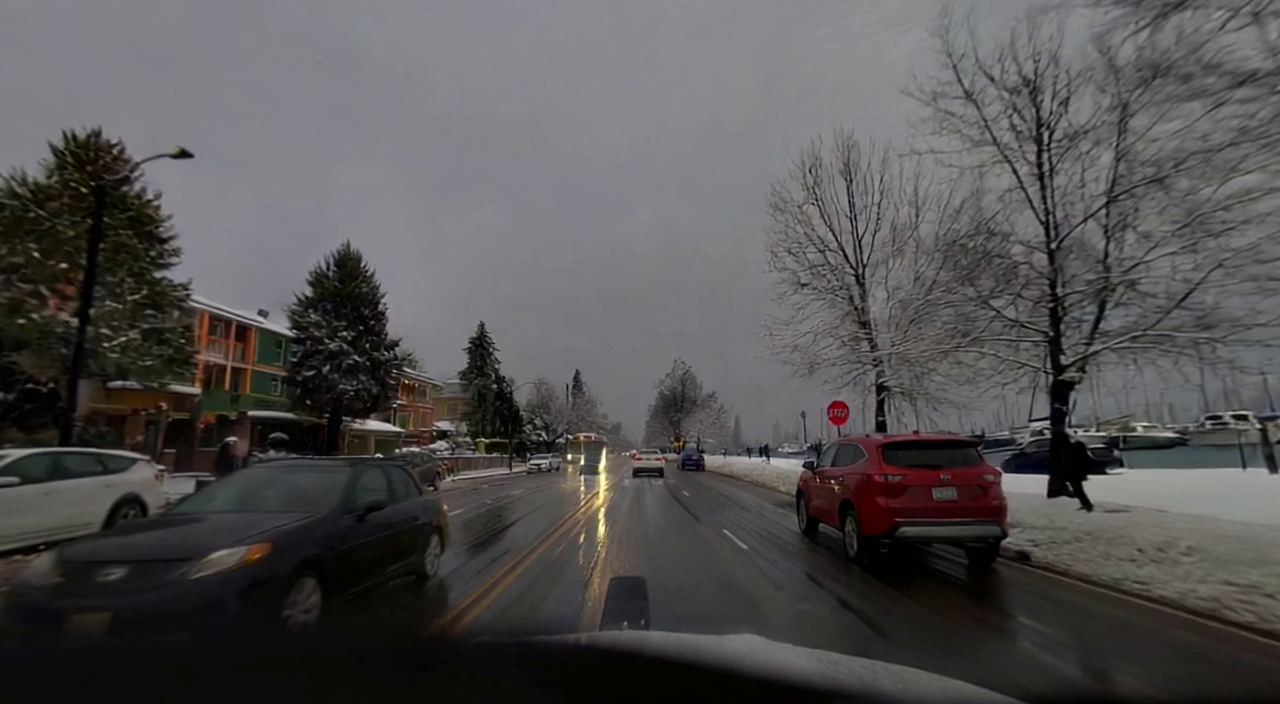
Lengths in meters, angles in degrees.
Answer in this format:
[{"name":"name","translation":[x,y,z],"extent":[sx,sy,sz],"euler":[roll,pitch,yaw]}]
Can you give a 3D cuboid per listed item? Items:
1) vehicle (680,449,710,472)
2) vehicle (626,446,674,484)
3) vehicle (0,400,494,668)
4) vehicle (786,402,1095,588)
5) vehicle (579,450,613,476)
[{"name":"vehicle","translation":[3.989,7.932,46.288],"extent":[1.876,1.626,3.851],"euler":[0,-9,-1]},{"name":"vehicle","translation":[0.449,5.325,30.032],"extent":[2.132,1.632,3.838],"euler":[0,-9,0]},{"name":"vehicle","translation":[-3.053,1.498,6.293],"extent":[2.125,1.701,4.310],"euler":[-1,-9,0]},{"name":"vehicle","translation":[3.484,1.749,8.492],"extent":[2.000,1.809,4.405],"euler":[-1,-9,1]},{"name":"vehicle","translation":[-2.945,7.443,42.556],"extent":[1.893,1.583,4.107],"euler":[-1,-9,1]}]
